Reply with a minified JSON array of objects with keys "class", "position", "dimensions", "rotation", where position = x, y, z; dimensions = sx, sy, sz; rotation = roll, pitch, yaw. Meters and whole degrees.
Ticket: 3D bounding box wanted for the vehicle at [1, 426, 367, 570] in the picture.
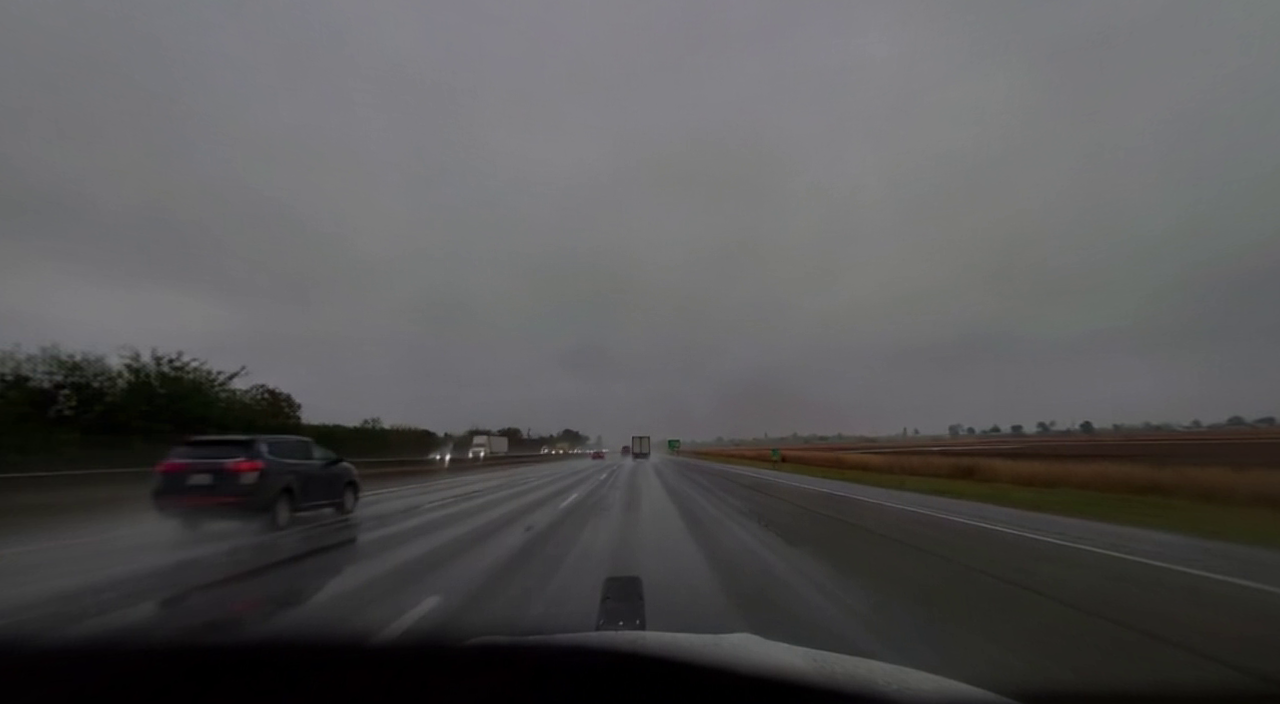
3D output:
[{"class":"vehicle","position":[-6.492,2.121,9.940],"dimensions":[2.234,1.698,4.634],"rotation":[0,-9,1]}]
